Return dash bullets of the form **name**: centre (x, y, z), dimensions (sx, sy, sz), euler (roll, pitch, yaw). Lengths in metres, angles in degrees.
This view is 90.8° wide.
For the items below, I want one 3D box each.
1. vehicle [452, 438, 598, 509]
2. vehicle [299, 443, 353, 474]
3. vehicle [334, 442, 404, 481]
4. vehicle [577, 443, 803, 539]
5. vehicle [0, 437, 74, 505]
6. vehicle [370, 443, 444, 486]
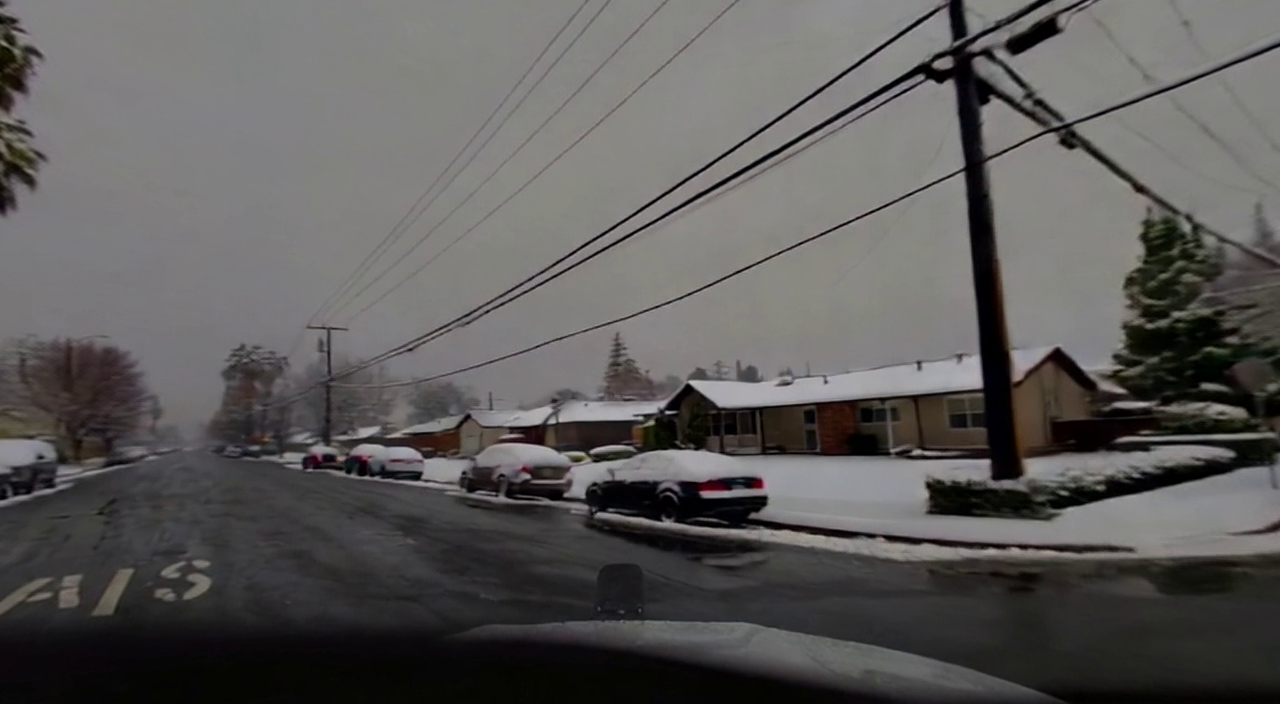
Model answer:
- **vehicle**: centre (-3.221, 3.179, 17.056), dimensions (1.943, 1.623, 4.471), euler (7, -11, -38)
- **vehicle**: centre (-20.310, 6.814, 40.750), dimensions (2.115, 1.826, 4.871), euler (6, -11, -37)
- **vehicle**: centre (-13.635, 5.411, 31.642), dimensions (1.922, 1.761, 4.633), euler (7, -11, -39)
- **vehicle**: centre (0.698, 2.442, 11.891), dimensions (1.786, 1.437, 4.448), euler (6, -10, -35)
- **vehicle**: centre (-20.344, 3.780, 20.507), dimensions (2.300, 1.943, 5.744), euler (6, -10, -36)
- **vehicle**: centre (-10.062, 4.748, 27.051), dimensions (1.894, 1.675, 4.294), euler (6, -10, -34)
